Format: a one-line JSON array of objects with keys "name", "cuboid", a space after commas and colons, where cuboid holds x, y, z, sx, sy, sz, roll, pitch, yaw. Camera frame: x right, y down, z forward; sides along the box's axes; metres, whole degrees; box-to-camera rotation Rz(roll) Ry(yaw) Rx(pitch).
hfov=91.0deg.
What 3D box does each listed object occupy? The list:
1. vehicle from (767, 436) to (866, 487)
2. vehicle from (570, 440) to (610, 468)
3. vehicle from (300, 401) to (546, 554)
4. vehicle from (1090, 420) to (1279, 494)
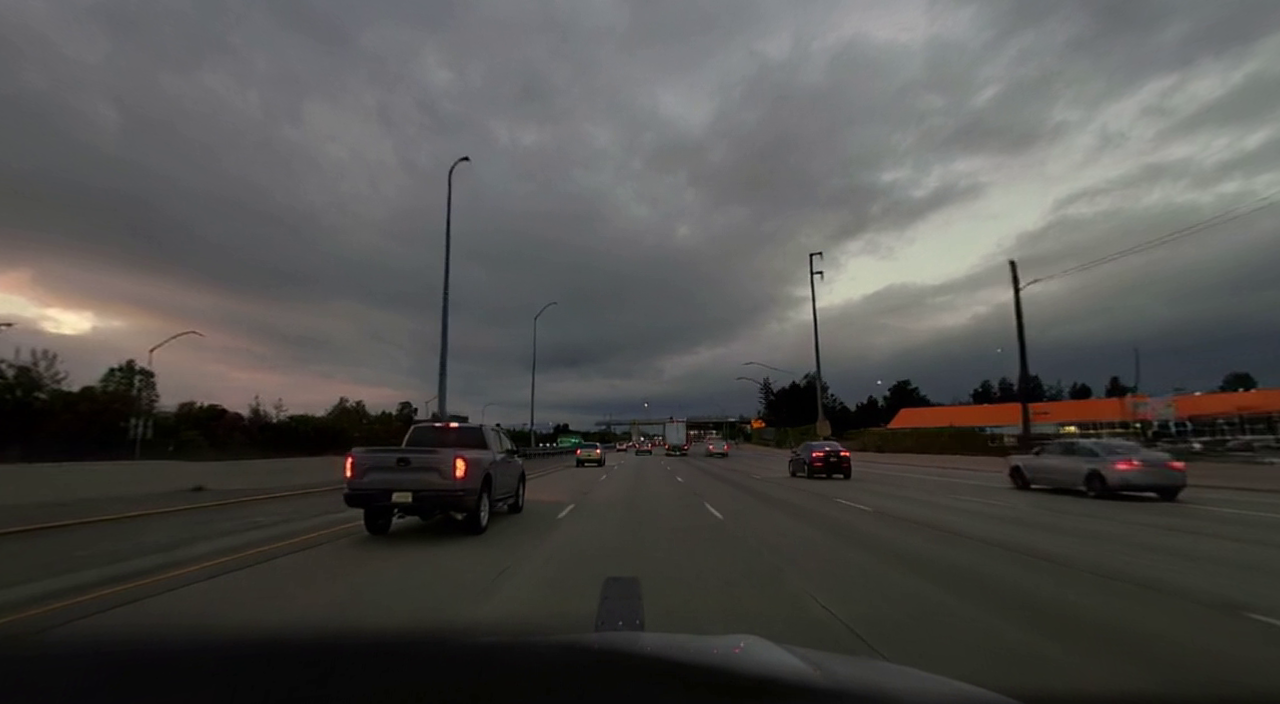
[{"name": "vehicle", "cuboid": [5.768, 3.635, 21.197, 1.980, 1.501, 4.433, 0, -9, -1]}, {"name": "vehicle", "cuboid": [-2.800, 5.876, 36.346, 1.929, 1.521, 4.097, 0, -9, 1]}, {"name": "vehicle", "cuboid": [-2.917, 1.833, 9.819, 2.130, 1.799, 4.583, 0, -9, 1]}, {"name": "vehicle", "cuboid": [26.057, 5.090, 30.648, 2.893, 3.189, 6.320, 2, -9, -8]}]
